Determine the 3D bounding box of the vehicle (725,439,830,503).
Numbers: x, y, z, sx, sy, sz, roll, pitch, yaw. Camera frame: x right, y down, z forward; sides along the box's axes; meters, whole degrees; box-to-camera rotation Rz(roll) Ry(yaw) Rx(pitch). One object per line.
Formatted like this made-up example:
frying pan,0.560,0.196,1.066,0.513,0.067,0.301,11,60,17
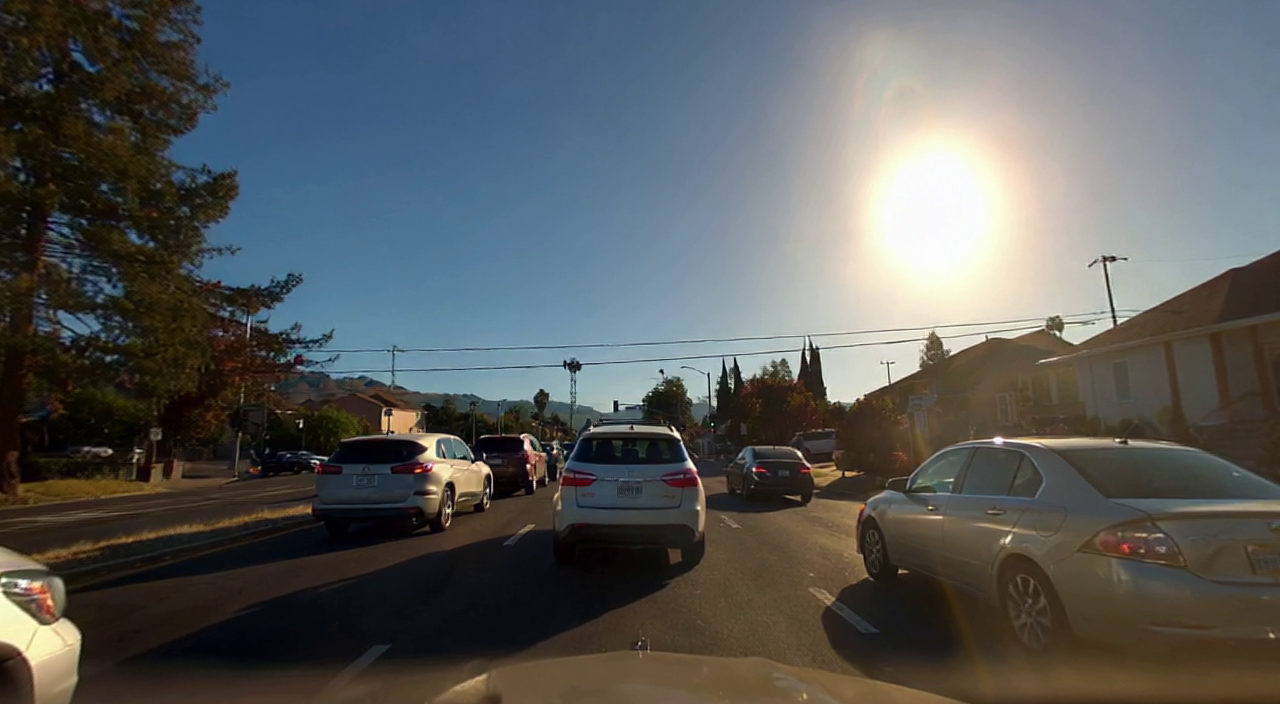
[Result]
vehicle,3.504,3.097,16.878,1.880,1.476,3.932,0,-8,-1

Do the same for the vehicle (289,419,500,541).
vehicle,-3.711,2.005,10.530,1.864,1.576,4.324,0,-8,-2

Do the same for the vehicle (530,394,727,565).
vehicle,-0.224,1.709,9.173,2.164,1.867,4.254,0,-8,-3

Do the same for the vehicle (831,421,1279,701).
vehicle,3.479,1.460,5.756,1.977,1.480,4.589,0,-8,-1
